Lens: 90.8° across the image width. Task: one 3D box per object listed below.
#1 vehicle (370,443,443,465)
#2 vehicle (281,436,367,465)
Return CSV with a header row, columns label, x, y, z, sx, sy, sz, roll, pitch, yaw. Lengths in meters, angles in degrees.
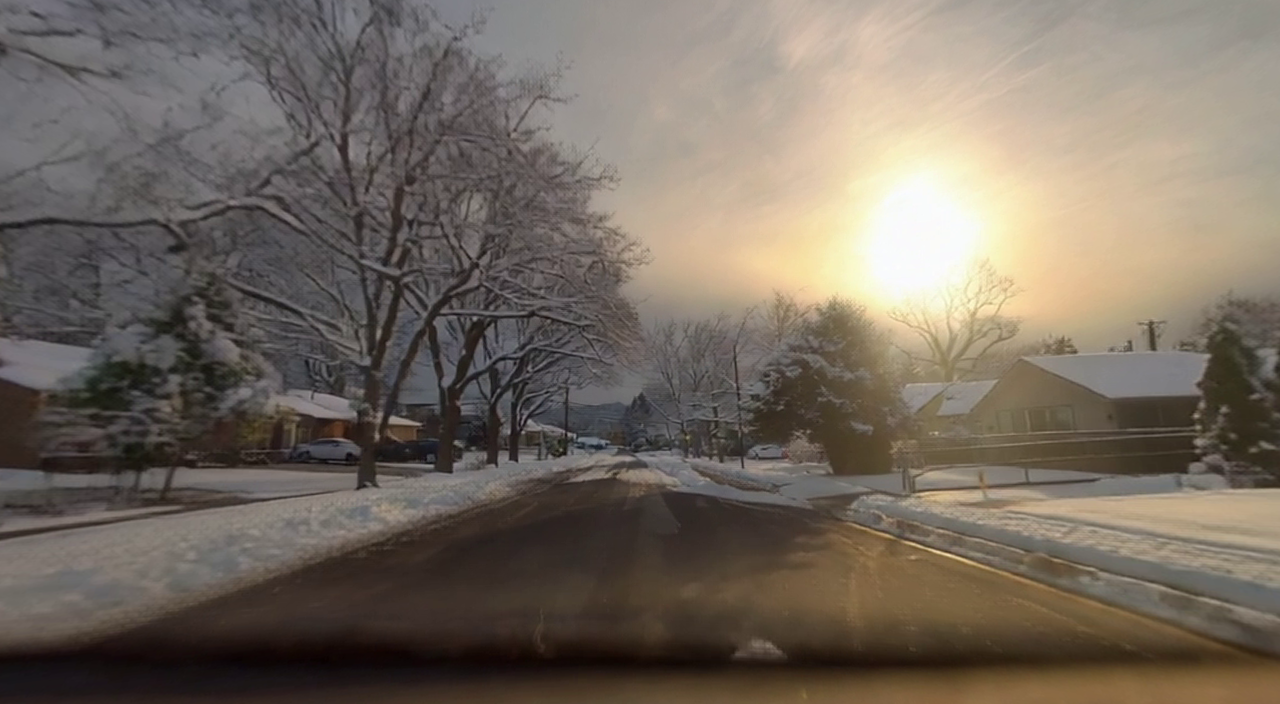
label,x,y,z,sx,sy,sz,roll,pitch,yaw
vehicle,-16.567,7.270,44.956,4.307,1.508,2.072,0,-10,0
vehicle,-20.147,6.308,40.425,4.359,1.789,2.123,0,-10,-1
